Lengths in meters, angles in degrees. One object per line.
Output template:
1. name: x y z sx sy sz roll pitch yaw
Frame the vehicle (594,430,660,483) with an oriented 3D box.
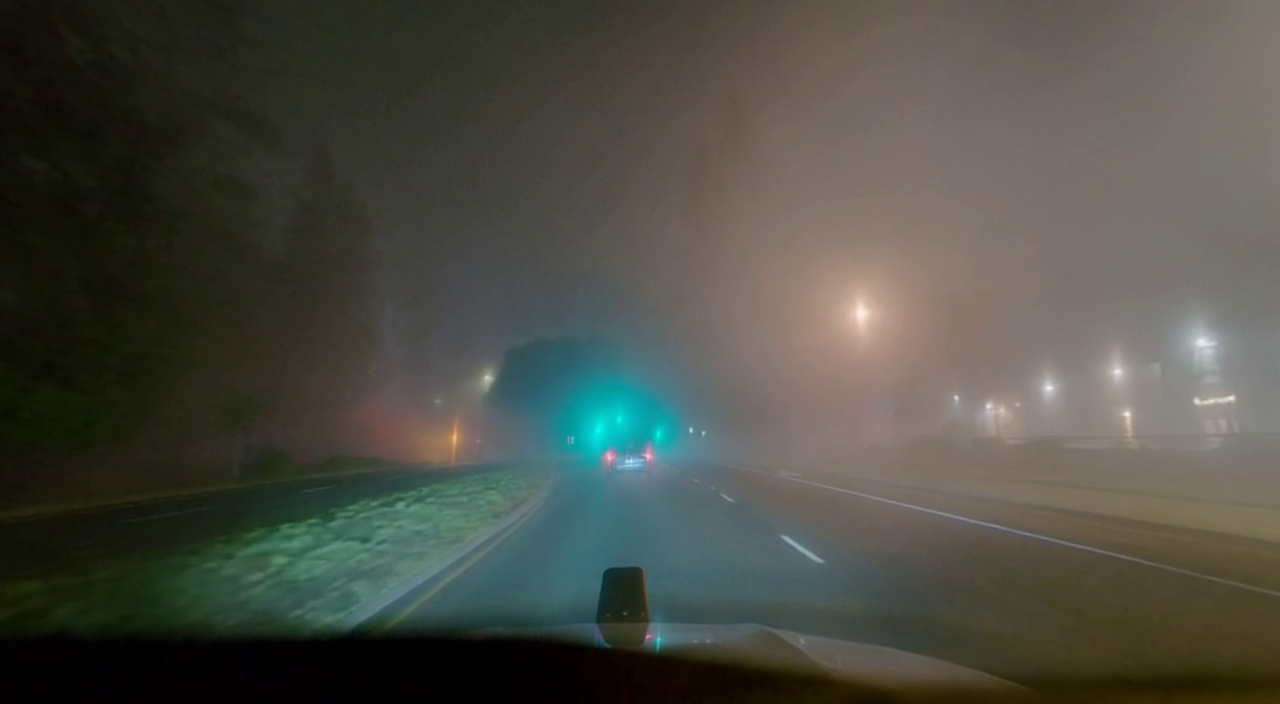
1. vehicle: -0.464 3.768 22.921 2.192 1.734 4.176 0 -8 -1
